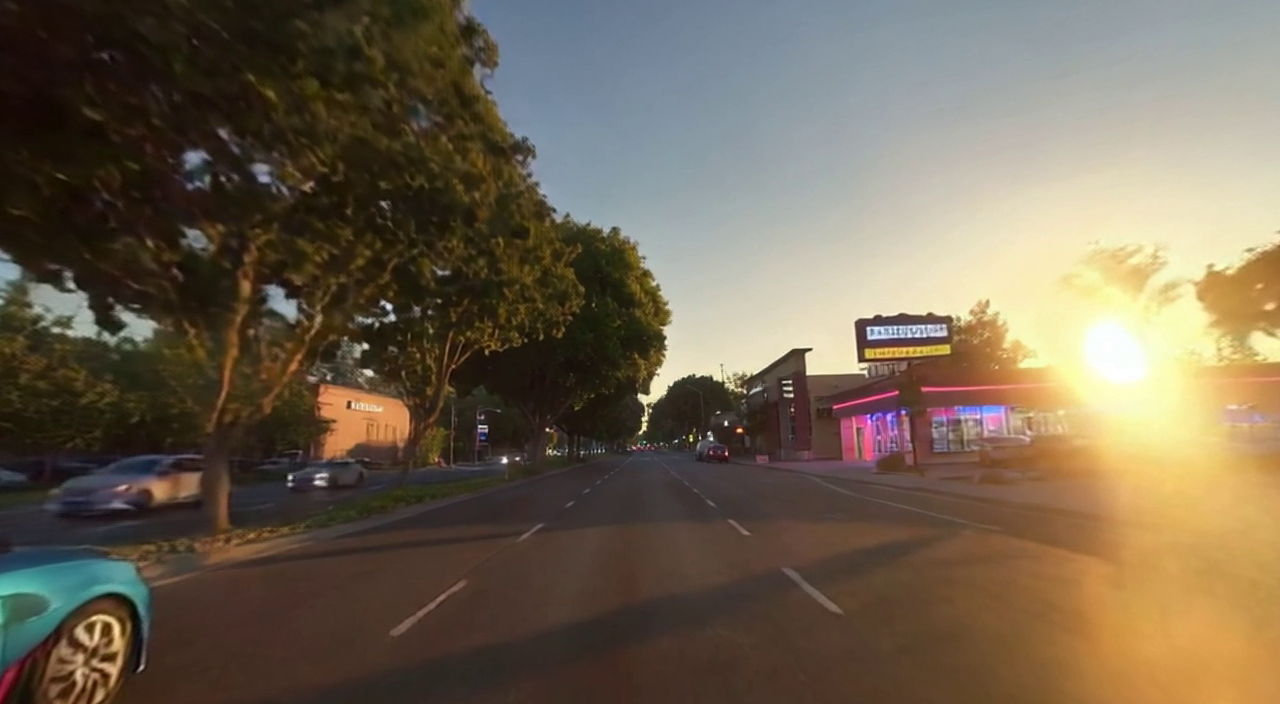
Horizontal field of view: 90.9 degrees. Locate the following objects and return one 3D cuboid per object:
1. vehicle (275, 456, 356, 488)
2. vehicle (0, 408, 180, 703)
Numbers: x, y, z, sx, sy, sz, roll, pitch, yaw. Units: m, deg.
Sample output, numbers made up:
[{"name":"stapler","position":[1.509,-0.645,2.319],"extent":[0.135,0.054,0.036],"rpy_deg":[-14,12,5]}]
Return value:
[{"name":"vehicle","position":[-18.226,6.759,35.713],"extent":[2.054,1.534,4.704],"rpy_deg":[-2,-9,0]},{"name":"vehicle","position":[-3.082,0.677,0.406],"extent":[2.082,1.460,4.636],"rpy_deg":[0,-9,0]}]
